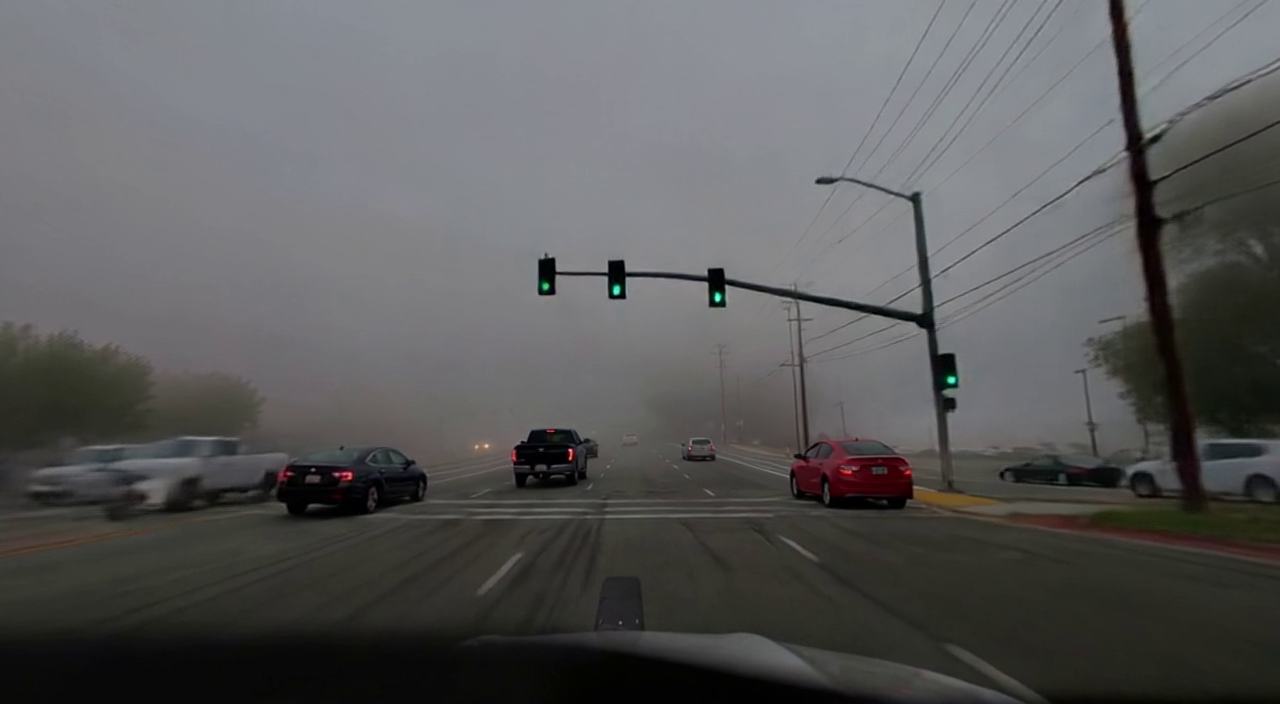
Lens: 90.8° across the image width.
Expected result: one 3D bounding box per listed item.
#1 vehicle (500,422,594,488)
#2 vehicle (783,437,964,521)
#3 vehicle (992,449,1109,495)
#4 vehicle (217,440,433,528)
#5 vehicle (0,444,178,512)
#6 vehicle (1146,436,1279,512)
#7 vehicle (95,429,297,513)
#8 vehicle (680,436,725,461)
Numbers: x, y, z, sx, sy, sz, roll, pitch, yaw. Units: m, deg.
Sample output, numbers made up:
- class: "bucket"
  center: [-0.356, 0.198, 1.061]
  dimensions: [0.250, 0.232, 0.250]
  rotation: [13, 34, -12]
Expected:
- class: "vehicle"
  center: [-3.056, 3.608, 22.365]
  dimensions: [2.467, 1.991, 6.089]
  rotation: [0, -9, 0]
- class: "vehicle"
  center: [4.575, 2.535, 13.262]
  dimensions: [1.840, 1.428, 4.602]
  rotation: [0, -9, -3]
- class: "vehicle"
  center: [16.570, 4.829, 25.830]
  dimensions: [2.002, 1.681, 4.507]
  rotation: [-1, -9, 4]
- class: "vehicle"
  center: [-6.241, 2.647, 13.338]
  dimensions: [2.035, 1.497, 4.723]
  rotation: [0, -9, 1]
- class: "vehicle"
  center: [-17.748, 3.945, 20.349]
  dimensions: [2.114, 1.892, 4.773]
  rotation: [0, -9, -1]
- class: "vehicle"
  center: [16.564, 3.178, 16.787]
  dimensions: [2.044, 1.812, 4.935]
  rotation: [0, -9, -1]
- class: "vehicle"
  center: [-11.304, 3.044, 16.593]
  dimensions: [2.073, 1.737, 4.467]
  rotation: [-4, -9, 1]
- class: "vehicle"
  center: [3.734, 5.827, 38.257]
  dimensions: [2.071, 1.435, 4.226]
  rotation: [0, -9, -3]
